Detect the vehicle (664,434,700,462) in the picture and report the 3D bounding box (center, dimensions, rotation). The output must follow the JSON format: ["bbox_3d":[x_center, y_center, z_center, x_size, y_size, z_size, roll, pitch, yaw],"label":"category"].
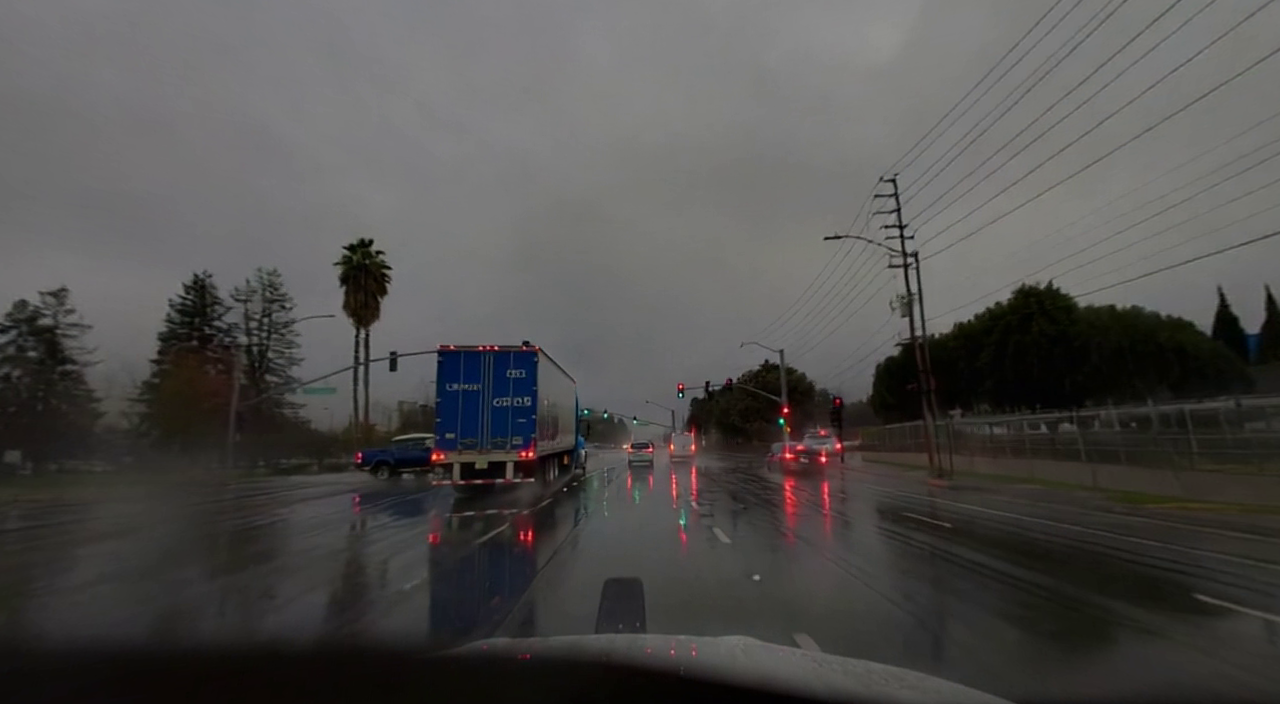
[{"bbox_3d":[2.908,6.727,44.473,2.086,1.849,4.607,0,-8,-2],"label":"vehicle"}]

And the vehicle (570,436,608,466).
[{"bbox_3d":[-3.181,6.260,40.079,1.994,1.806,4.564,0,-8,0],"label":"vehicle"}]

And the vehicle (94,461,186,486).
[{"bbox_3d":[-36.541,8.859,46.269,4.718,1.630,2.087,2,-9,-12],"label":"vehicle"}]

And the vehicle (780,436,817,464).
[{"bbox_3d":[10.339,6.333,40.946,2.102,1.662,4.533,-3,-9,15],"label":"vehicle"}]

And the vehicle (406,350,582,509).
[{"bbox_3d":[-3.458,2.230,17.592,2.889,3.347,8.285,0,-8,0],"label":"vehicle"}]

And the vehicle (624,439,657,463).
[{"bbox_3d":[0.001,6.747,43.103,2.117,1.499,4.036,0,-8,-1],"label":"vehicle"}]
